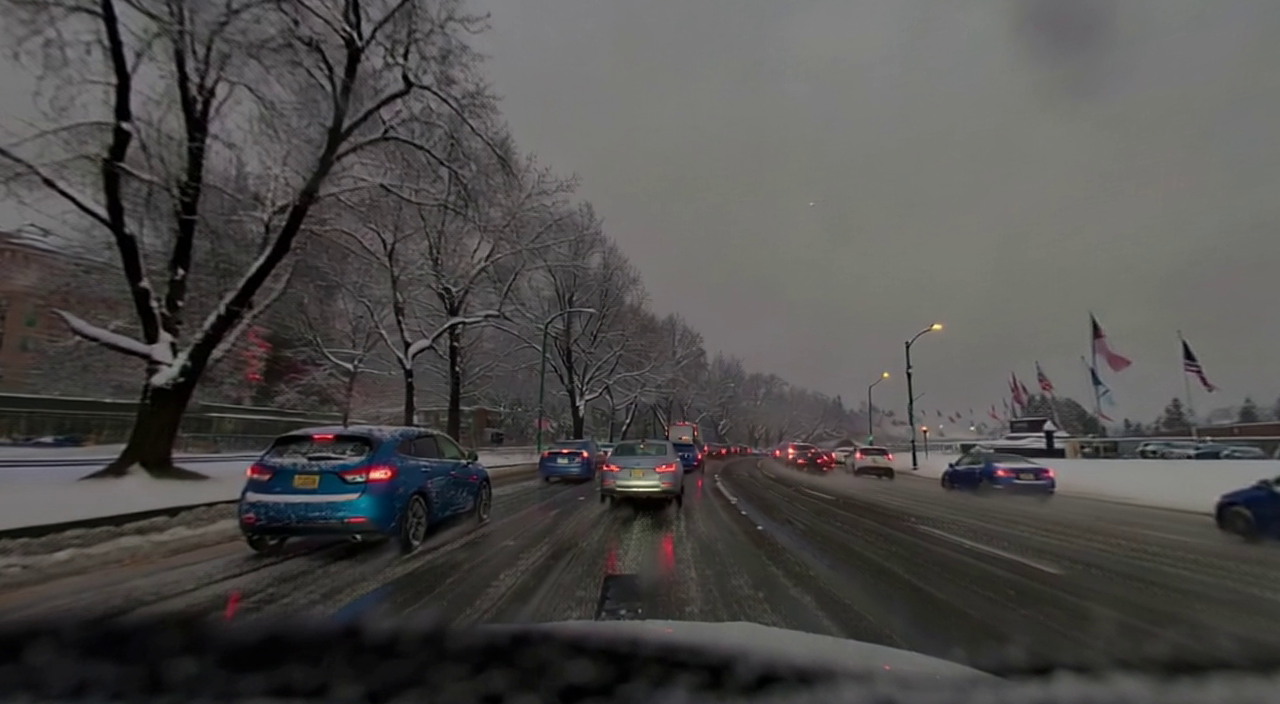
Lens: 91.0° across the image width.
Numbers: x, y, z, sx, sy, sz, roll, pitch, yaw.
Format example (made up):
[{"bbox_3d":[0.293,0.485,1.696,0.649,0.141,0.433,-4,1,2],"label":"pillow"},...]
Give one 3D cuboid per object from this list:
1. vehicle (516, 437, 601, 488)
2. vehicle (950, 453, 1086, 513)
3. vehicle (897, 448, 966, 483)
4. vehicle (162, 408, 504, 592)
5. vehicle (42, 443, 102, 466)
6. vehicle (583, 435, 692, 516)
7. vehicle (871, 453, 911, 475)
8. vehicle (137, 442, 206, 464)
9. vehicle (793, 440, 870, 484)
[{"bbox_3d":[-2.715,3.813,22.075,1.974,1.549,4.603,0,-8,5],"label":"vehicle"},{"bbox_3d":[10.875,3.754,18.480,1.749,1.481,3.808,0,-9,2],"label":"vehicle"},{"bbox_3d":[16.229,6.310,35.326,2.087,1.745,4.673,0,-9,7],"label":"vehicle"},{"bbox_3d":[-3.277,1.665,7.934,1.988,1.635,4.260,0,-8,2],"label":"vehicle"},{"bbox_3d":[-40.018,7.180,44.337,3.667,1.465,1.735,-4,-5,24],"label":"vehicle"},{"bbox_3d":[0.077,2.689,14.278,2.090,1.506,4.276,0,-8,4],"label":"vehicle"},{"bbox_3d":[18.146,8.091,45.710,1.828,1.479,4.391,-1,-9,10],"label":"vehicle"},{"bbox_3d":[-36.493,7.851,49.049,4.051,1.616,1.889,-1,-8,8],"label":"vehicle"},{"bbox_3d":[7.351,4.244,24.646,1.944,1.544,4.301,0,-9,4],"label":"vehicle"}]
